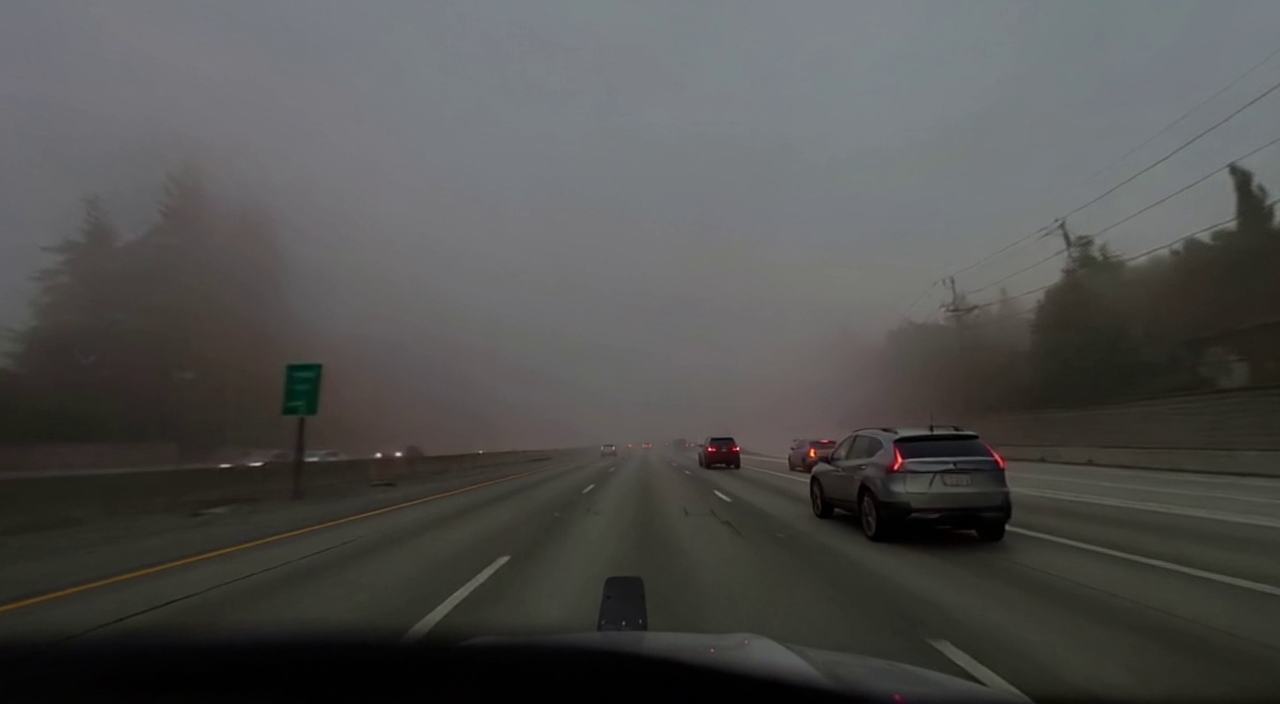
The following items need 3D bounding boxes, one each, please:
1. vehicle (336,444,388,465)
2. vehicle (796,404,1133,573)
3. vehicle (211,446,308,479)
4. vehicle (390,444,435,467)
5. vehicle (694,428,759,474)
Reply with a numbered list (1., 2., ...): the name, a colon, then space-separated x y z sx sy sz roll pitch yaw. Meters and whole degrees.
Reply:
1. vehicle: -21.375 7.897 48.703 1.978 1.594 4.424 0 -9 0
2. vehicle: 3.773 1.677 8.538 2.146 1.639 4.475 0 -8 0
3. vehicle: -18.885 5.488 31.574 2.004 1.492 4.506 -1 -8 1
4. vehicle: -16.209 7.376 45.062 1.966 1.509 3.808 0 -9 -3
5. vehicle: 4.104 4.826 30.963 2.442 2.022 5.466 0 -8 0
